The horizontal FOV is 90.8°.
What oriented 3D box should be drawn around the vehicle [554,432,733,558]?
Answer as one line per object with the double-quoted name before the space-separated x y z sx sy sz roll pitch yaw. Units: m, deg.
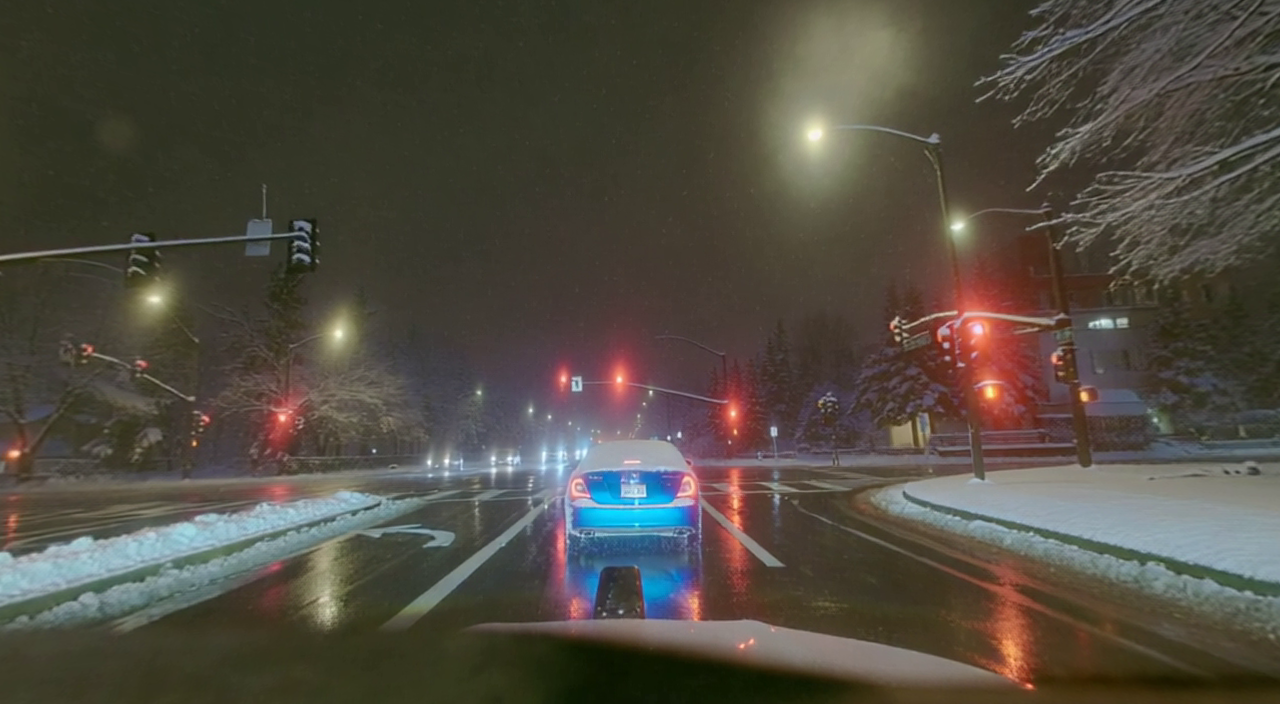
"vehicle" 0.016 1.993 9.516 2.107 1.470 3.974 0 -9 -1
